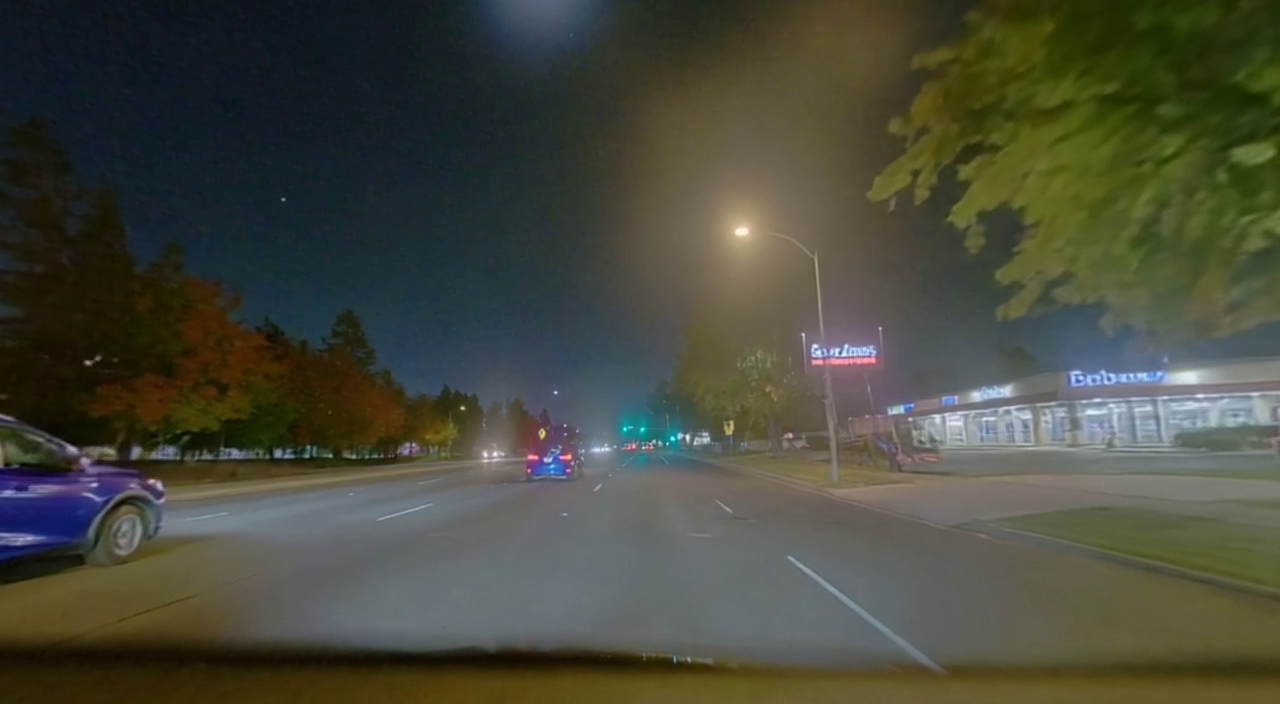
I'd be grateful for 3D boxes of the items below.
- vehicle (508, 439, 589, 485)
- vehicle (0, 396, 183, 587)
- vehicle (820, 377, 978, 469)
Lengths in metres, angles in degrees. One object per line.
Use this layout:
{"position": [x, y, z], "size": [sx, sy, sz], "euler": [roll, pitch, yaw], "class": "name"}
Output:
{"position": [-3.193, 3.955, 22.981], "size": [2.152, 1.479, 4.394], "euler": [0, -9, 1], "class": "vehicle"}
{"position": [-6.865, 1.266, 5.700], "size": [2.043, 1.726, 4.472], "euler": [0, -9, 0], "class": "vehicle"}
{"position": [12.100, 3.692, 31.127], "size": [2.995, 3.704, 10.928], "euler": [0, -9, -1], "class": "vehicle"}
